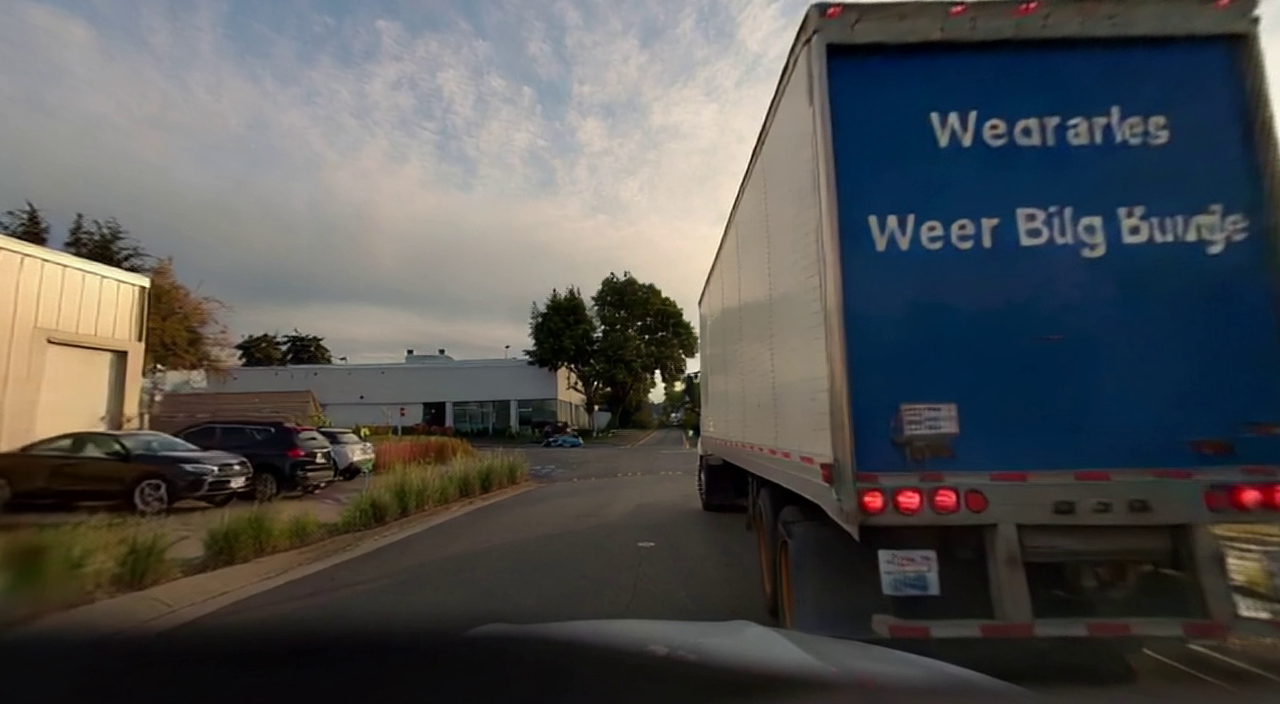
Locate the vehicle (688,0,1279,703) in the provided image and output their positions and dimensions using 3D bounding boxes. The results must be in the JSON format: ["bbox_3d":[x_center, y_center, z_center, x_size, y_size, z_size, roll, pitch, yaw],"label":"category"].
[{"bbox_3d":[2.618,0.660,9.950,2.865,4.113,14.471,0,-8,1],"label":"vehicle"}]

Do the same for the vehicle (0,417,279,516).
[{"bbox_3d":[-8.573,1.838,10.405,4.015,1.461,1.903,0,-8,-3],"label":"vehicle"}]
